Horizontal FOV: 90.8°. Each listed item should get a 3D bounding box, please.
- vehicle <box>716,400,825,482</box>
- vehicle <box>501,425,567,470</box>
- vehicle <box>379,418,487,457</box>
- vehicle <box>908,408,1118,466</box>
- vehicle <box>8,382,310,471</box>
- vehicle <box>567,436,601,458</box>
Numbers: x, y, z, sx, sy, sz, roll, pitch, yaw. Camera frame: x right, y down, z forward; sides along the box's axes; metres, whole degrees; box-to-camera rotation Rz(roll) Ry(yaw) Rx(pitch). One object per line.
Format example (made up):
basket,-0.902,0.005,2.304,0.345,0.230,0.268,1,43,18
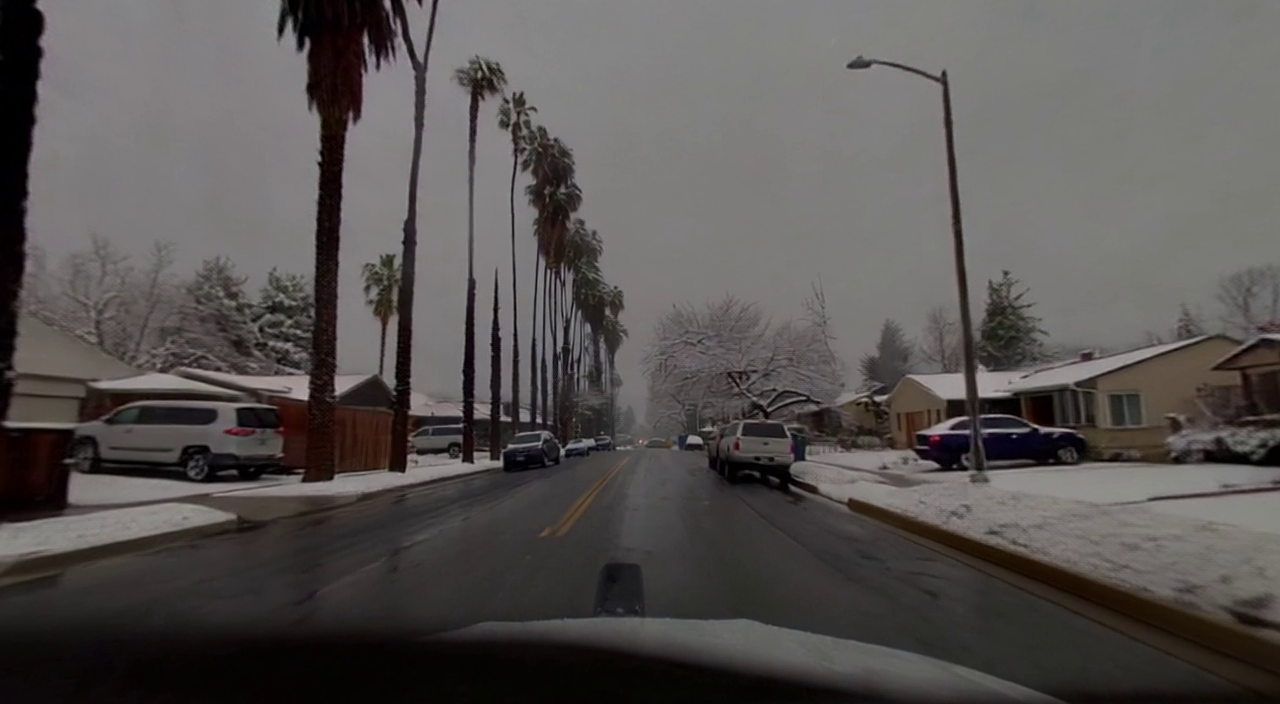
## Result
vehicle,3.661,2.683,19.061,2.184,2.038,6.212,0,-8,2
vehicle,-4.587,4.185,28.121,2.147,1.823,4.725,0,-7,0
vehicle,-11.016,4.587,33.935,4.991,1.947,2.329,0,-8,-1
vehicle,10.243,2.371,17.675,4.643,1.520,1.826,0,-8,4
vehicle,-11.346,1.818,15.300,5.340,1.948,2.398,0,-8,2
vehicle,-4.052,6.971,46.244,2.080,1.479,4.531,0,-10,0
